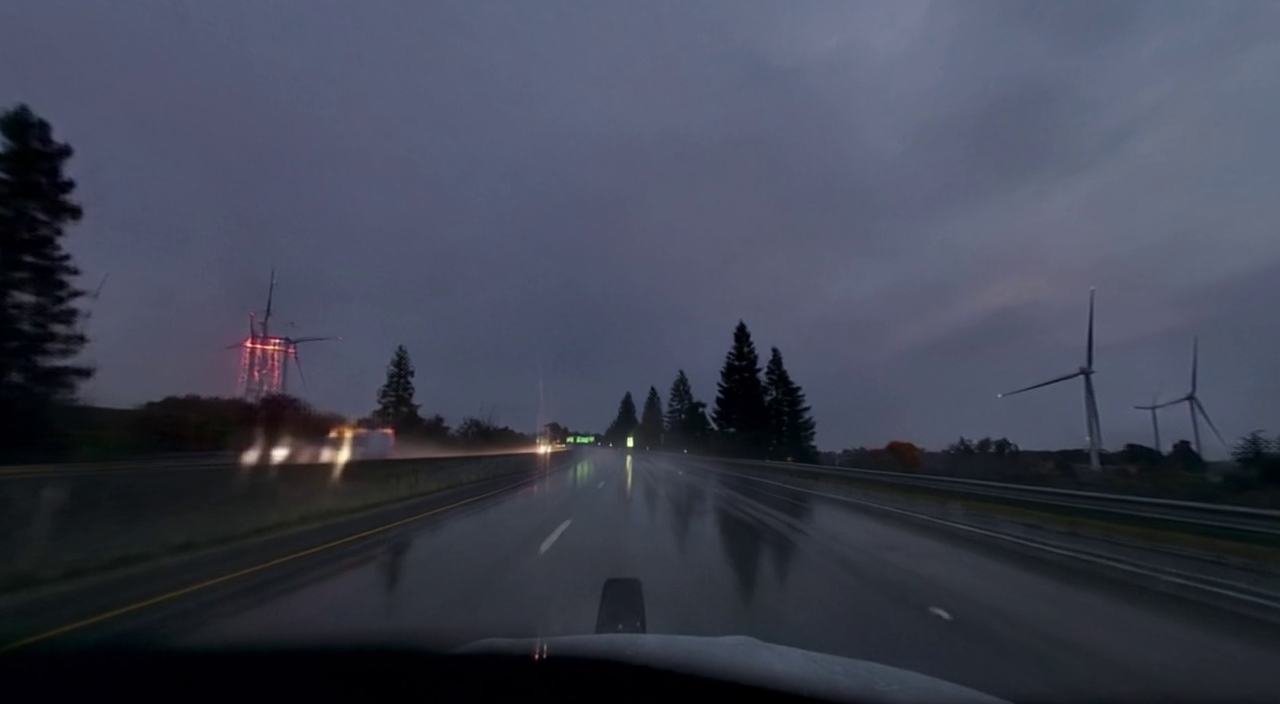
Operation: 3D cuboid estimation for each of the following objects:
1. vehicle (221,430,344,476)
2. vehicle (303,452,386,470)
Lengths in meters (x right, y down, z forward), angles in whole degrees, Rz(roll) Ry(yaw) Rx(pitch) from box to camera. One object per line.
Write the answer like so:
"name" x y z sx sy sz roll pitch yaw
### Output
"vehicle" -16.135 4.608 28.955 2.299 1.894 5.687 0 -9 0
"vehicle" -16.120 5.981 34.738 2.155 0.878 4.815 0 -9 2
